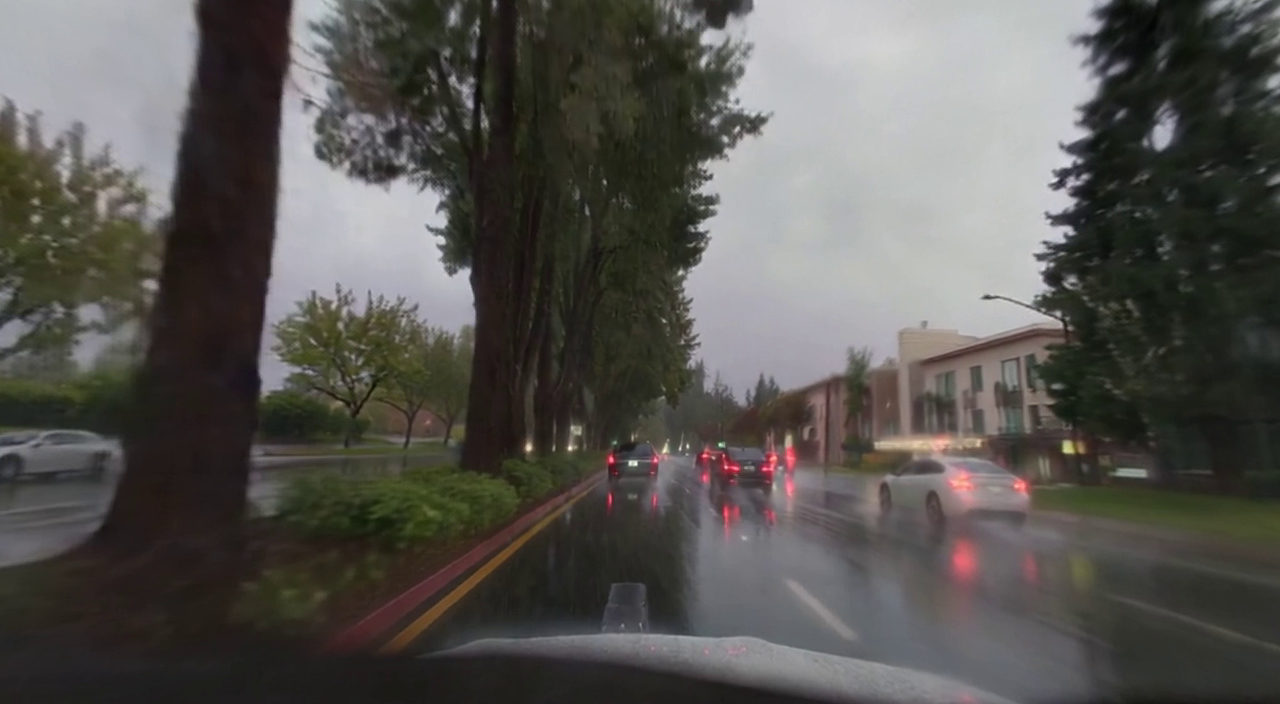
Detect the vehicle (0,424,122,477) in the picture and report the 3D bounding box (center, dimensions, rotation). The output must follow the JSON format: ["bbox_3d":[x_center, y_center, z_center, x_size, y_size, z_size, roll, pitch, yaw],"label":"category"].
[{"bbox_3d":[-18.916,3.010,19.281,1.851,1.477,4.891,0,-8,-1],"label":"vehicle"}]

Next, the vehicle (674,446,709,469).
[{"bbox_3d":[3.451,7.160,42.699,2.012,1.462,4.163,0,-8,-1],"label":"vehicle"}]

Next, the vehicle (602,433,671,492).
[{"bbox_3d":[-0.110,3.503,20.291,2.008,1.674,4.239,0,-8,0],"label":"vehicle"}]

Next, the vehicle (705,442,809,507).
[{"bbox_3d":[3.010,3.230,17.081,1.932,1.510,4.168,0,-8,-1],"label":"vehicle"}]

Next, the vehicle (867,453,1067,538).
[{"bbox_3d":[6.700,2.940,13.521,1.944,1.458,4.268,0,-8,-1],"label":"vehicle"}]
